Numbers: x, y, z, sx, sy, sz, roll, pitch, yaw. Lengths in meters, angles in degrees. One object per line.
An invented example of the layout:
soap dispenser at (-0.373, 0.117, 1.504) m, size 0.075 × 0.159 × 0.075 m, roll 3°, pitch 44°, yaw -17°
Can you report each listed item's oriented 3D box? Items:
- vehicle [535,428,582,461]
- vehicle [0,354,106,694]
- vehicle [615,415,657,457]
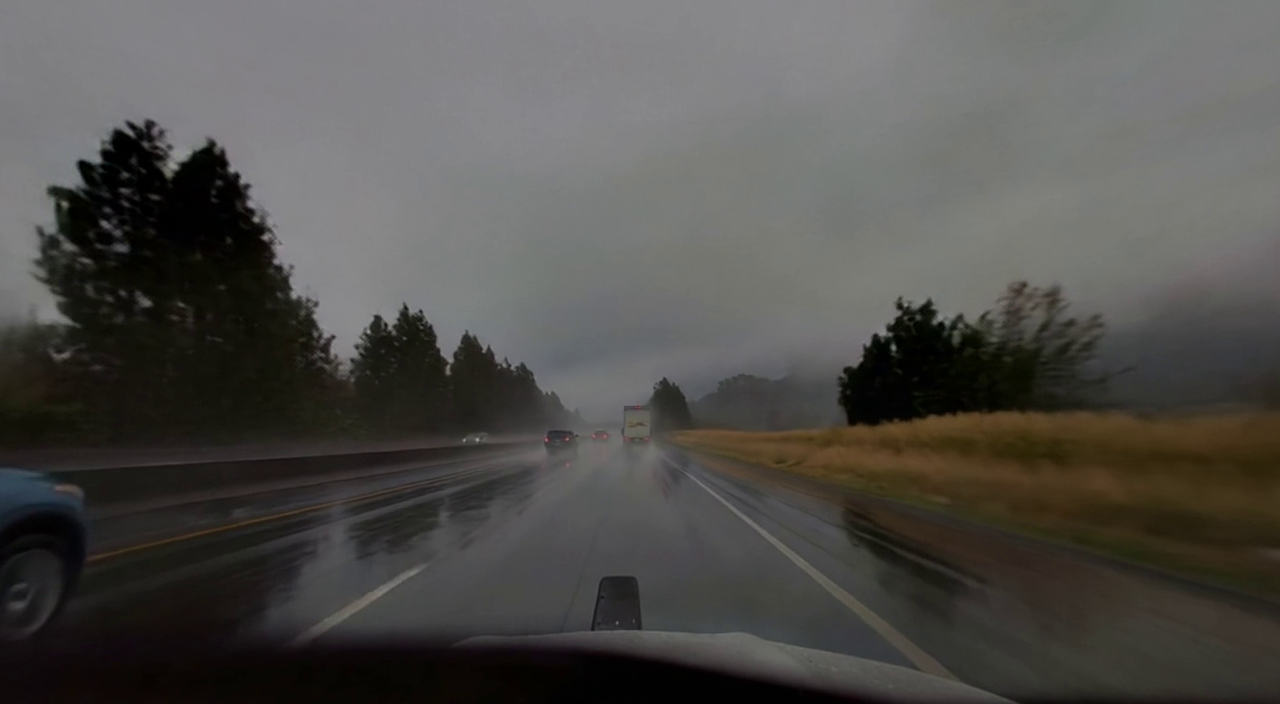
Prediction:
vehicle at (-4.512, 5.163, 35.398) m, size 2.049 × 1.726 × 4.291 m, roll 0°, pitch -8°, yaw 0°
vehicle at (-4.134, 0.626, 1.458) m, size 2.045 × 1.655 × 4.301 m, roll 0°, pitch -8°, yaw -1°
vehicle at (-0.275, 5.476, 40.845) m, size 2.526 × 2.531 × 5.026 m, roll 0°, pitch -8°, yaw -1°
